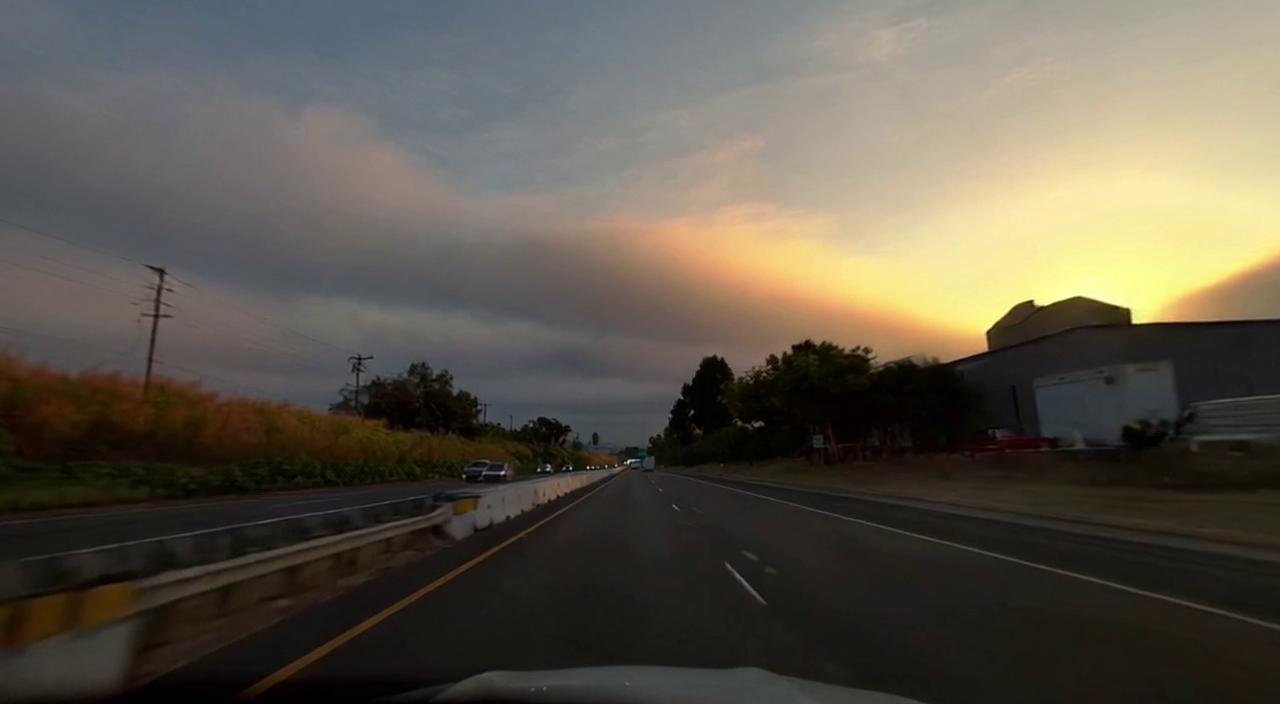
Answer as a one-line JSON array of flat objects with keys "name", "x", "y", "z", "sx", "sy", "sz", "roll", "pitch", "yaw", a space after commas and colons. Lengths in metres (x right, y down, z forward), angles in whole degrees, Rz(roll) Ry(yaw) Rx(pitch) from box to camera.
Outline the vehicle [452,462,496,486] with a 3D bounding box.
[{"name": "vehicle", "x": -11.479, "y": 8.458, "z": 43.906, "sx": 1.908, "sy": 1.534, "sz": 4.313, "roll": 1, "pitch": -10, "yaw": -1}]
